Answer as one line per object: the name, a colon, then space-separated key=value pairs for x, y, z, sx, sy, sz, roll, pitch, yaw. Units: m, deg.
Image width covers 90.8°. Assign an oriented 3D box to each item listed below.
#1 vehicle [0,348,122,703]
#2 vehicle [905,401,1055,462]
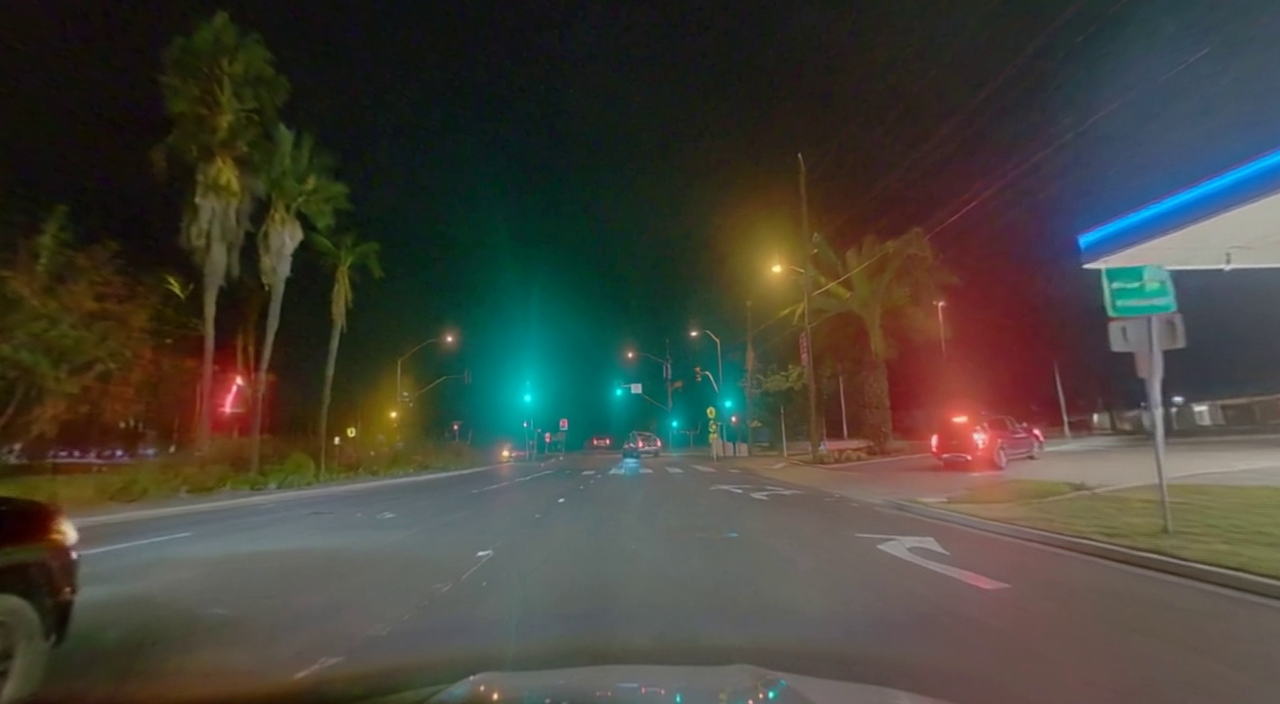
vehicle: x=-3.820 y=0.613 z=1.176 sx=2.062 sy=1.728 sz=4.246 roll=0 pitch=-9 yaw=0
vehicle: x=13.223 y=3.142 z=24.420 sx=6.059 sy=2.082 sz=2.703 roll=6 pitch=-11 yaw=-37
